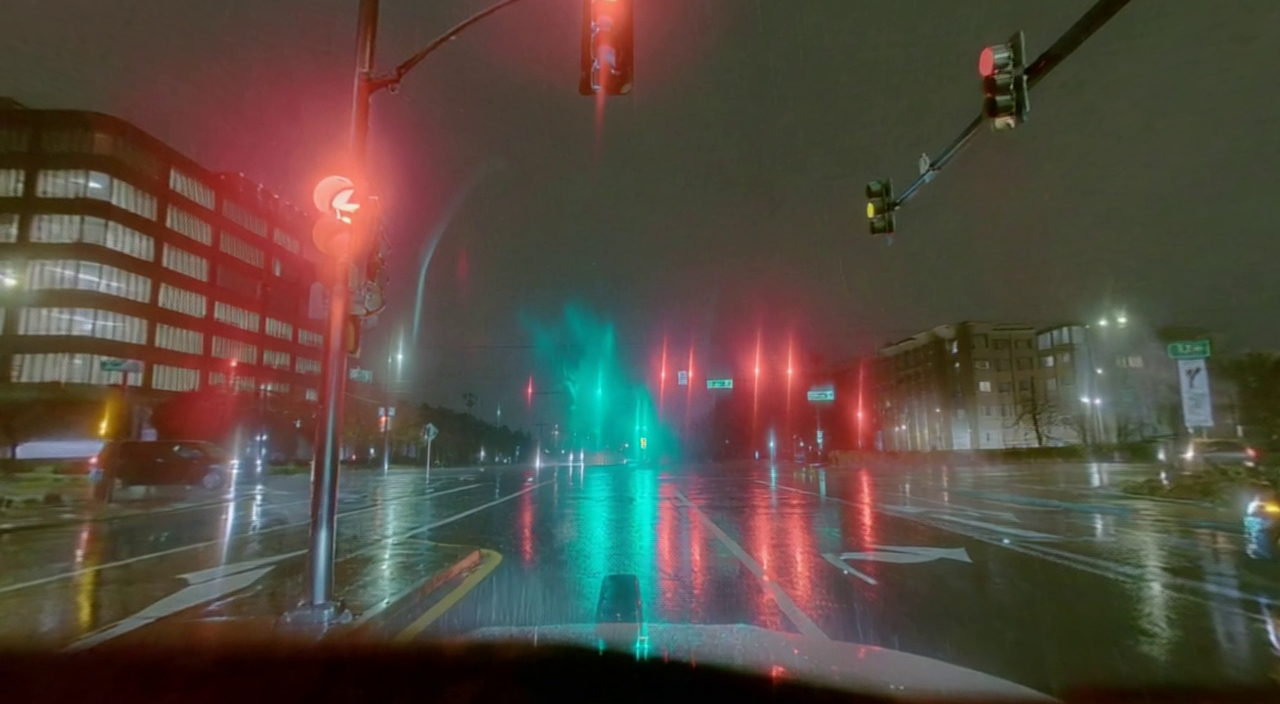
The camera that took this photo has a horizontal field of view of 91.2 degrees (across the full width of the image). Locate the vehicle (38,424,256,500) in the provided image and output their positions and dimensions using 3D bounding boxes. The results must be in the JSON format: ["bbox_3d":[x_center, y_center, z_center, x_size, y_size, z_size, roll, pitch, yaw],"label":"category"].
[{"bbox_3d":[-21.573,4.827,27.792,7.088,3.096,2.678,0,-9,-3],"label":"vehicle"}]

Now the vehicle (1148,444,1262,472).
[{"bbox_3d":[33.362,6.274,37.098,4.736,1.542,1.966,0,-9,0],"label":"vehicle"}]
